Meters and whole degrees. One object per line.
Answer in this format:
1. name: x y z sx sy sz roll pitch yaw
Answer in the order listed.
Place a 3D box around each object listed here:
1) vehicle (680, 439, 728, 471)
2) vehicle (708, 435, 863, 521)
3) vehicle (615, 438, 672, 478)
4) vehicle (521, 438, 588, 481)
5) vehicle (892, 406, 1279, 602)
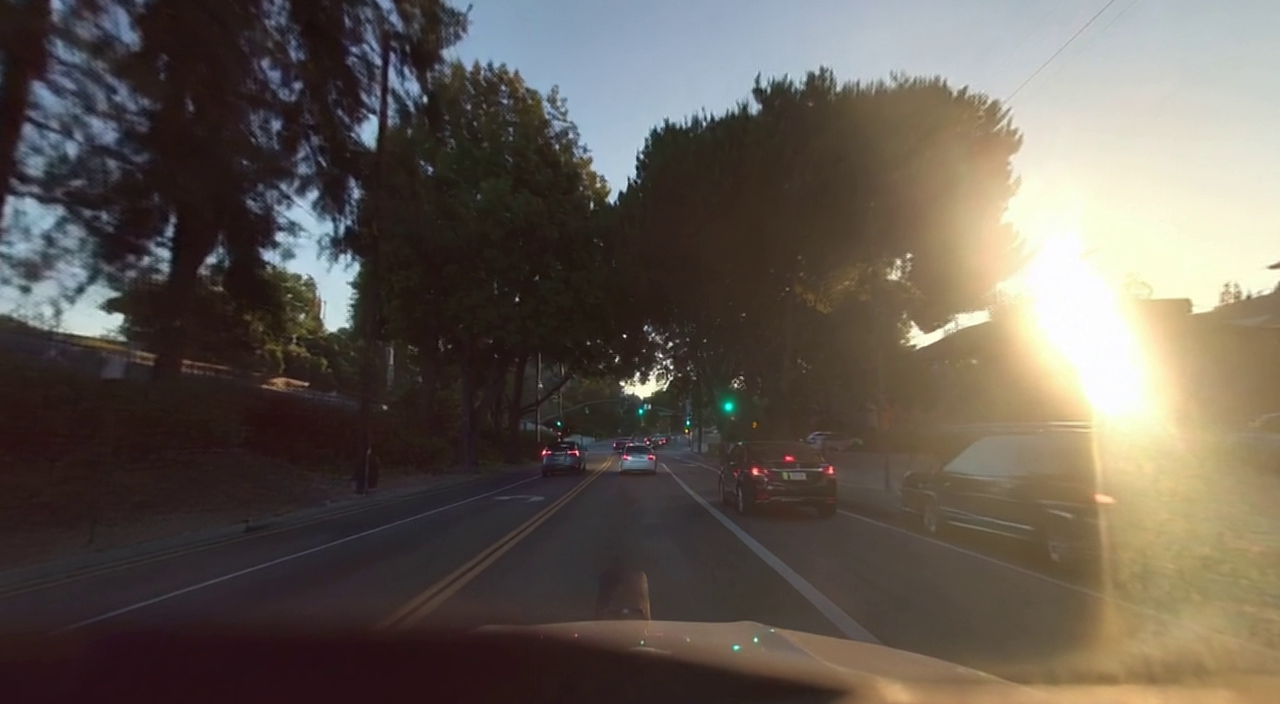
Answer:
1. vehicle: 3.172 5.205 32.025 1.943 1.484 4.030 0 -8 -1
2. vehicle: 2.790 2.522 13.287 2.158 1.483 4.415 0 -8 -1
3. vehicle: 0.104 4.212 25.314 2.101 1.467 4.210 0 -8 0
4. vehicle: -3.256 4.200 24.964 2.012 1.505 4.205 0 -8 1
5. vehicle: 5.675 1.877 8.877 2.277 1.850 4.717 4 -8 -1
